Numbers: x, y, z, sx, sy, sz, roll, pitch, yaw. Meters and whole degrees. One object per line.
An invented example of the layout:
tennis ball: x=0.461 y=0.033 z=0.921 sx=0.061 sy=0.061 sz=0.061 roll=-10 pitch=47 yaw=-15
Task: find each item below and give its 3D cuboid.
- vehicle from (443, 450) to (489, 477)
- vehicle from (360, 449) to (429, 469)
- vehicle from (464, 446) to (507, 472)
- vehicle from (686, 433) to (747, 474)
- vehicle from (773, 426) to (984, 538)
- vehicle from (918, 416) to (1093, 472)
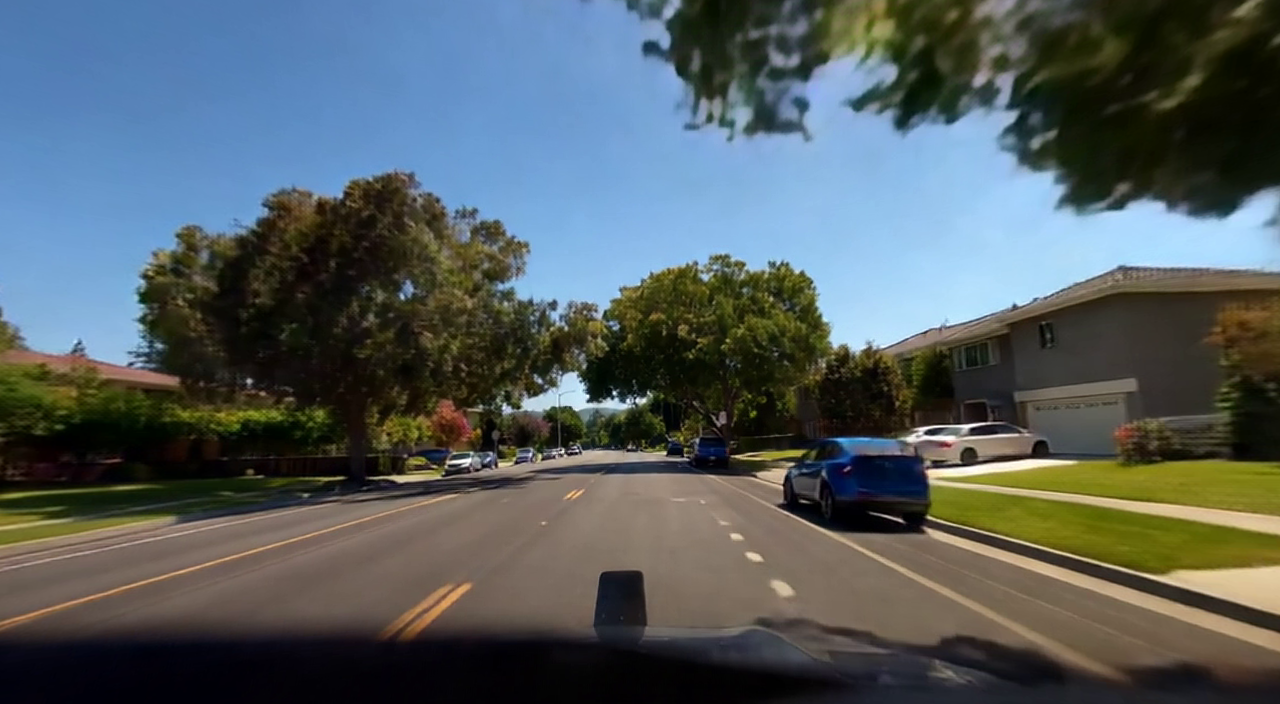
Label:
vehicle: x=-11.063 y=7.115 z=40.525 sx=1.815 sy=1.532 sz=4.517 roll=0 pitch=-8 yaw=-2
vehicle: x=-19.268 y=8.415 z=49.719 sx=4.569 sy=1.498 sz=2.072 roll=0 pitch=-8 yaw=0
vehicle: x=-11.044 y=7.644 z=45.461 sx=1.981 sy=1.790 sz=4.682 roll=0 pitch=-8 yaw=-1
vehicle: x=3.862 y=5.278 z=33.123 sx=2.319 sy=1.938 sz=5.961 roll=0 pitch=-8 yaw=-1
vehicle: x=4.090 y=2.302 z=11.870 sx=2.173 sy=1.656 sz=4.514 roll=0 pitch=-8 yaw=-1
vehicle: x=12.134 y=3.080 z=21.194 sx=4.660 sy=1.749 sz=1.893 roll=0 pitch=-8 yaw=-1
